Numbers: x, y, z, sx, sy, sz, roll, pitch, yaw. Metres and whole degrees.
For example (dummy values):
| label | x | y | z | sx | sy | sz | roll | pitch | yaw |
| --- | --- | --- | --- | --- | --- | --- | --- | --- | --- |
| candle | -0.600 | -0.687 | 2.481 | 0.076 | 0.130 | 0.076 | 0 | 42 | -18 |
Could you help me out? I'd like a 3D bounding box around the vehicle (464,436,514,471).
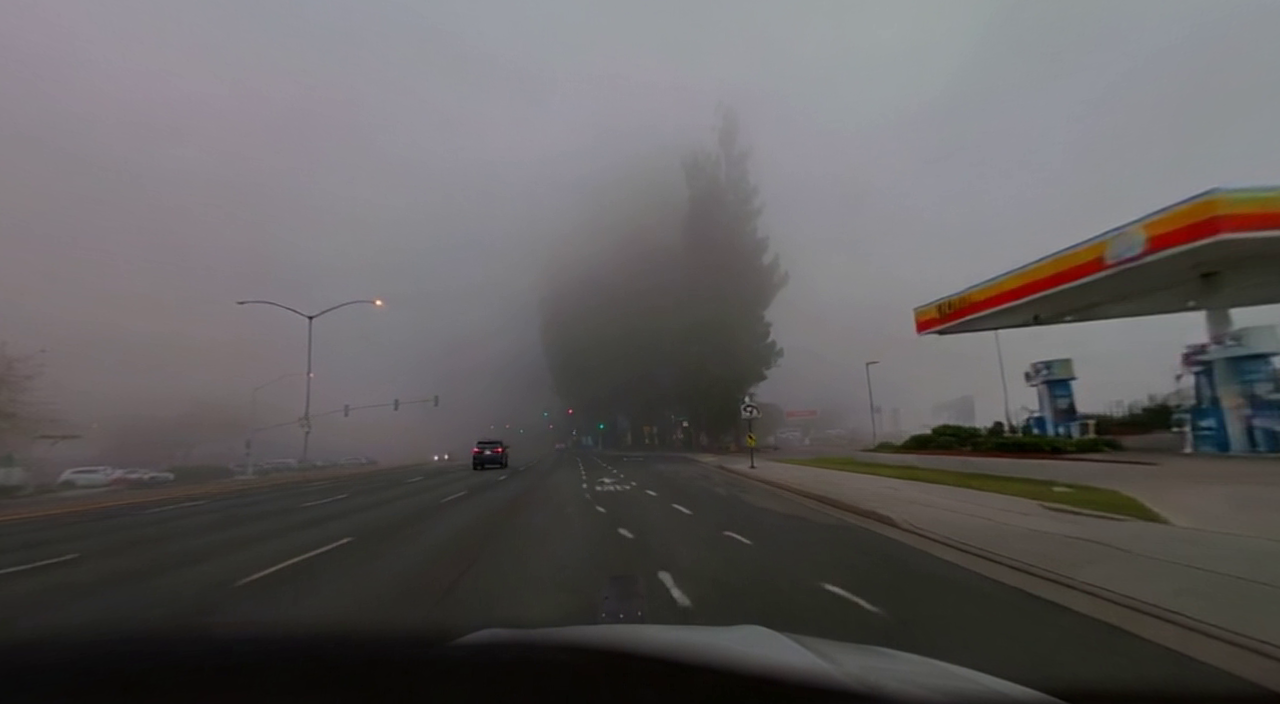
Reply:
| label | x | y | z | sx | sy | sz | roll | pitch | yaw |
| --- | --- | --- | --- | --- | --- | --- | --- | --- | --- |
| vehicle | -8.281 | 5.591 | 35.014 | 1.985 | 1.772 | 4.479 | 0 | -8 | -4 |
